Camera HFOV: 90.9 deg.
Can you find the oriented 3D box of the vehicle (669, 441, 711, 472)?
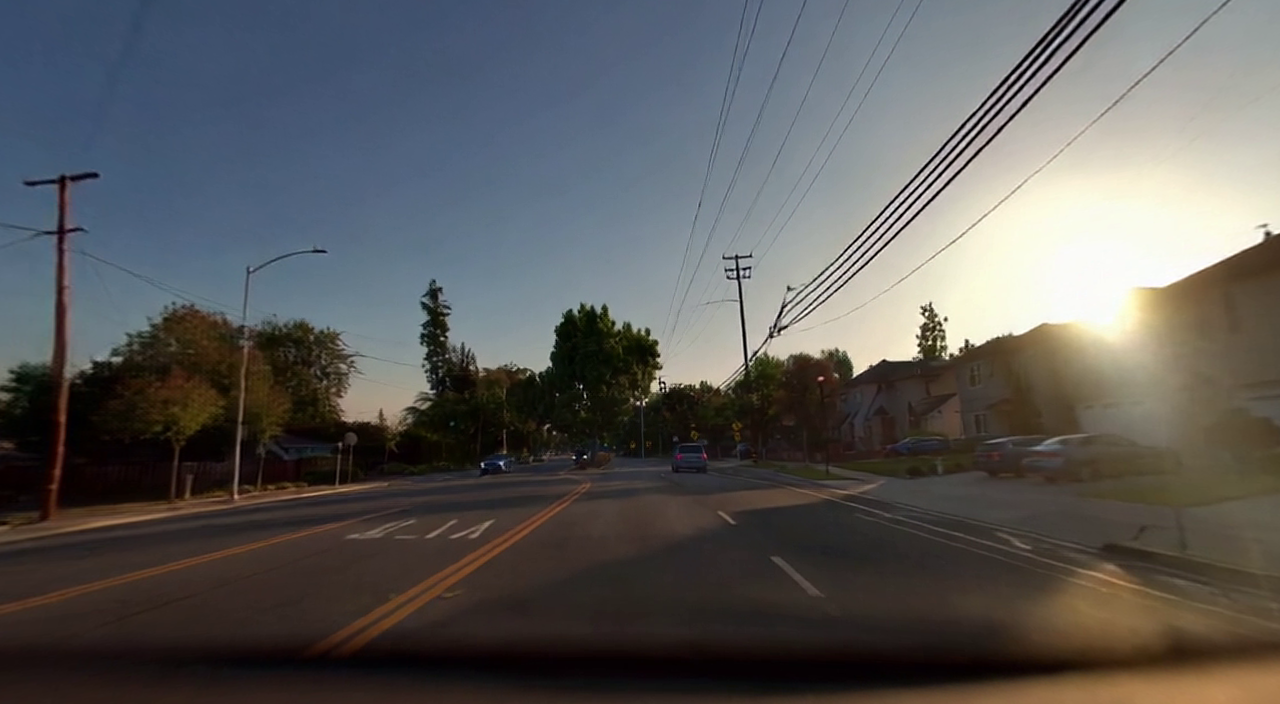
[{"bbox_3d":[3.195,6.771,41.101,2.144,1.843,4.827,0,-9,-3],"label":"vehicle"}]

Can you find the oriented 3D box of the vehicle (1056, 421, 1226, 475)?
[{"bbox_3d":[15.954,3.104,20.438,1.747,1.405,4.372,-4,-8,-2],"label":"vehicle"}]

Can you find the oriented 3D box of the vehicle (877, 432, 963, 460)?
[{"bbox_3d":[18.278,6.166,41.142,4.766,1.493,2.076,-9,-11,30],"label":"vehicle"}]

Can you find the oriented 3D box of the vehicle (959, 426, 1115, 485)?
[{"bbox_3d":[12.247,3.250,19.931,1.970,1.561,4.725,-2,-9,3],"label":"vehicle"}]

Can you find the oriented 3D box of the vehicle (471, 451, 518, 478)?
[{"bbox_3d":[-9.748,7.534,42.521,2.050,1.536,4.537,-4,-9,0],"label":"vehicle"}]
